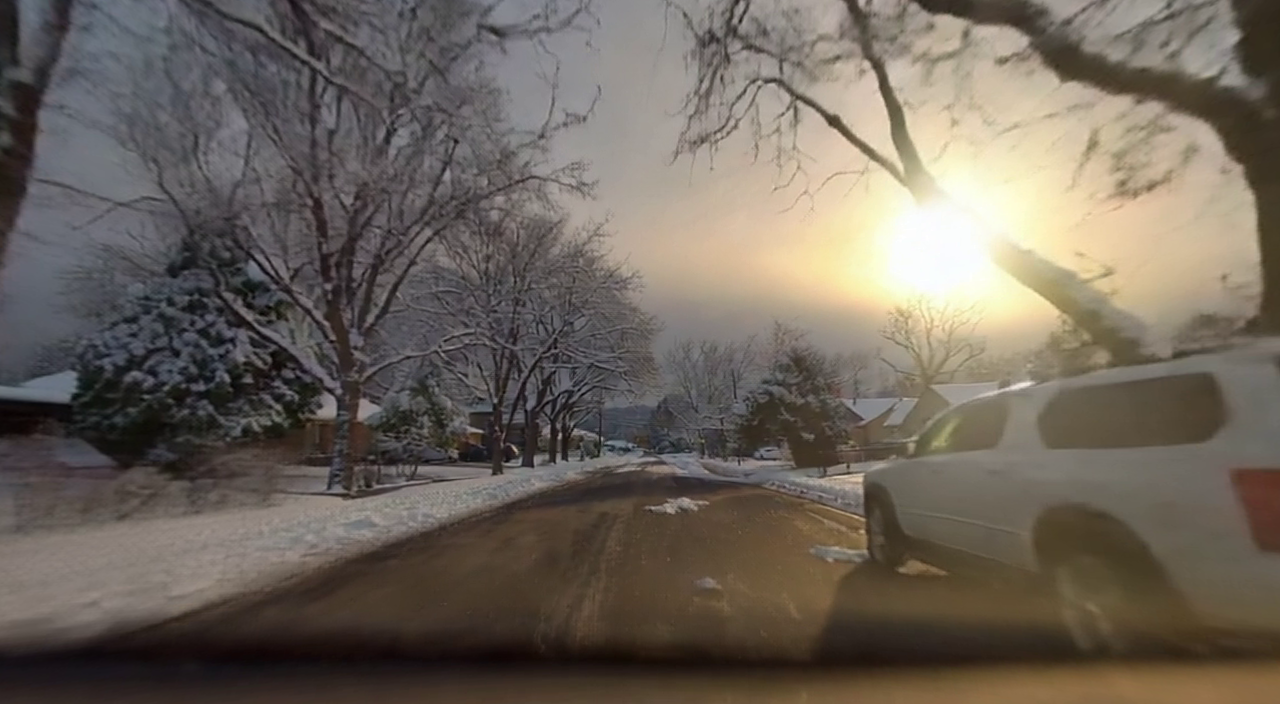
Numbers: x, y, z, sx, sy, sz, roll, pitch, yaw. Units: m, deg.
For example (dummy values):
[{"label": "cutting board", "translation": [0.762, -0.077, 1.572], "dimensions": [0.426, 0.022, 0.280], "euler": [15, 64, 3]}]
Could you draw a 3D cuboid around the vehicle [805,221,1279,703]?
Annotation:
[{"label": "vehicle", "translation": [3.704, 1.085, 5.107], "dimensions": [2.789, 2.206, 7.420], "euler": [-1, -9, 1]}]

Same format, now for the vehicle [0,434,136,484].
[{"label": "vehicle", "translation": [-19.422, 3.516, 20.945], "dimensions": [4.337, 1.496, 1.868], "euler": [-2, -9, 15]}]
